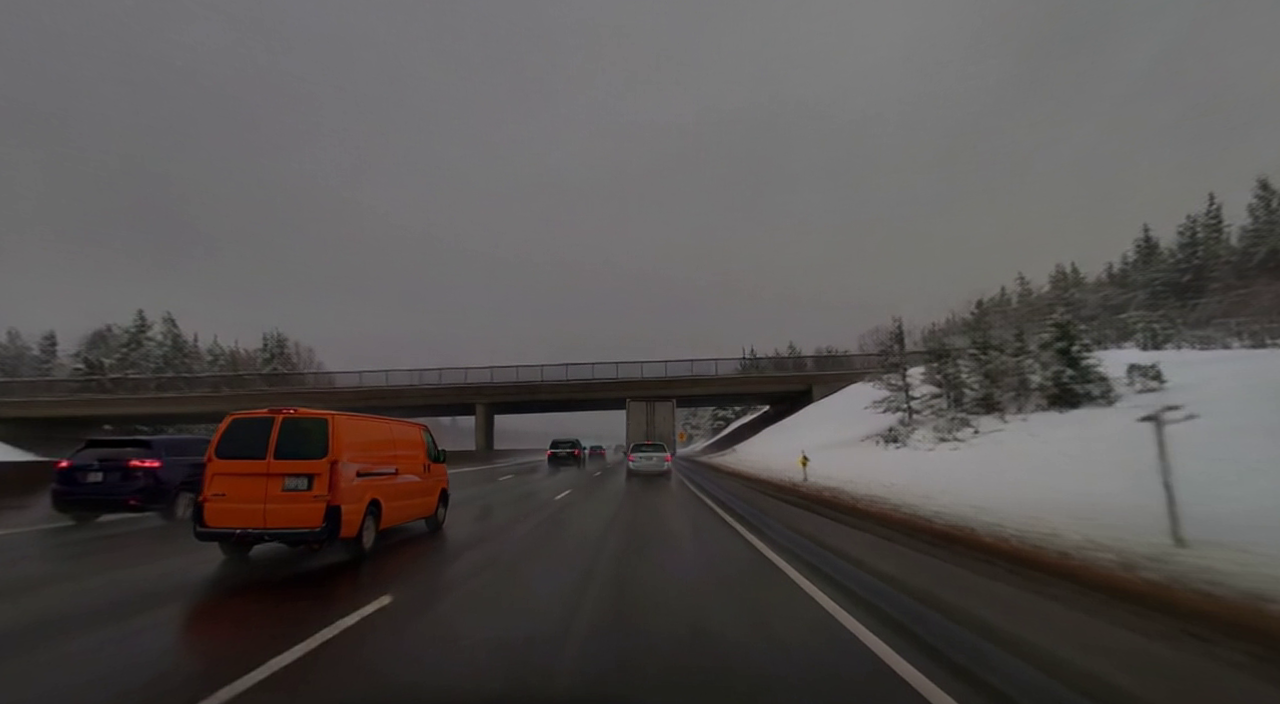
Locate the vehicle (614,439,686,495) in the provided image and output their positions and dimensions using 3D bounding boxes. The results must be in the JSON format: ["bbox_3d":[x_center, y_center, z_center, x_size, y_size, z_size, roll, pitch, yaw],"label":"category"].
[{"bbox_3d":[0.281,3.446,19.160,1.991,1.507,3.391,0,-9,0],"label":"vehicle"}]

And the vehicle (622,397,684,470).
[{"bbox_3d":[0.608,5.734,42.642,3.289,3.822,18.653,0,-9,0],"label":"vehicle"}]

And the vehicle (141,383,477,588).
[{"bbox_3d":[-3.581,1.538,7.877,1.951,1.882,3.979,0,-9,0],"label":"vehicle"}]

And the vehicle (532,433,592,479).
[{"bbox_3d":[-3.360,4.594,27.980,2.068,1.862,4.234,0,-9,1],"label":"vehicle"}]

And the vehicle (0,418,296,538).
[{"bbox_3d":[-8.318,2.113,11.059,2.093,1.675,4.233,0,-9,0],"label":"vehicle"}]

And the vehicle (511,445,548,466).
[{"bbox_3d":[-7.833,7.404,44.969,1.886,1.414,4.028,0,-9,1],"label":"vehicle"}]
